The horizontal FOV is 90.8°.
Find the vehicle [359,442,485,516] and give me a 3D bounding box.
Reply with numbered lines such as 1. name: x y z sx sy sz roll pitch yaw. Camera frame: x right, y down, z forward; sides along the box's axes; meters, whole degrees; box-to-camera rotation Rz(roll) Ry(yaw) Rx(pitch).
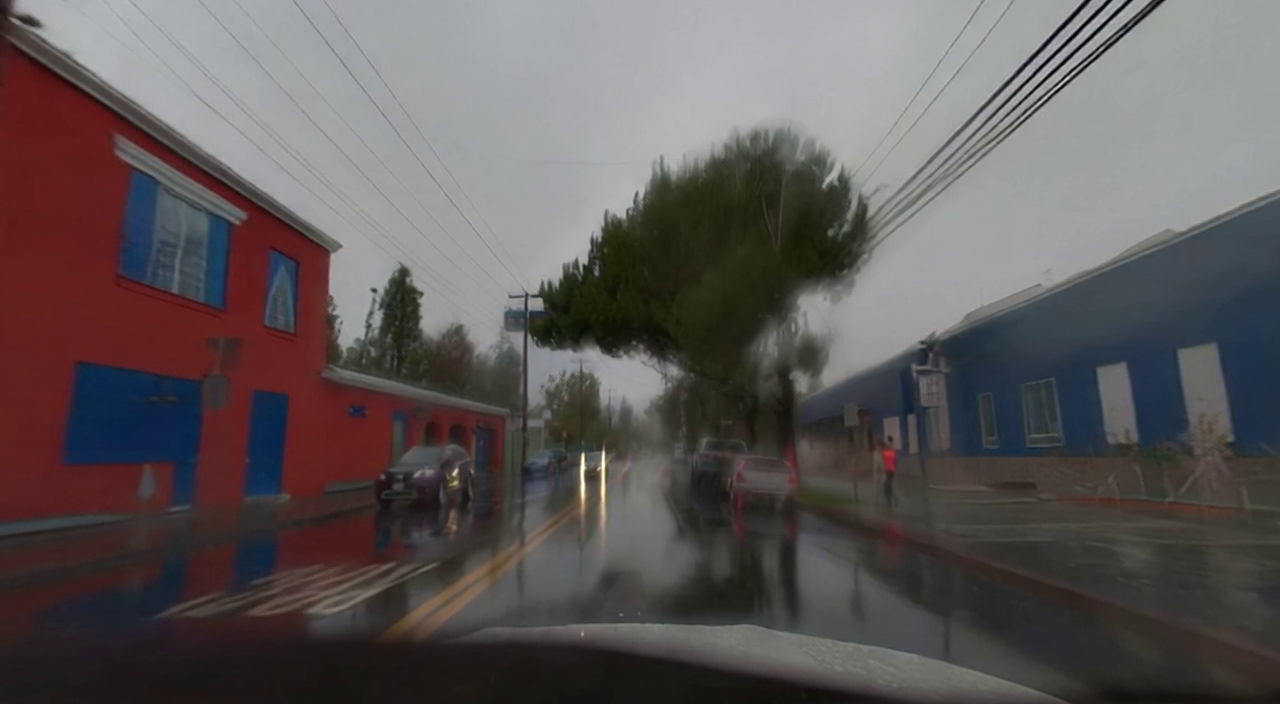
1. vehicle: -6.279 3.644 18.791 2.140 1.746 4.385 -4 -8 1

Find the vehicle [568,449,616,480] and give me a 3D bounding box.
1. vehicle: -2.490 5.977 33.869 2.036 1.515 4.437 0 -9 2

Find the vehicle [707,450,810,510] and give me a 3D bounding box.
1. vehicle: 3.169 3.517 17.889 1.966 1.471 4.552 0 -9 -1

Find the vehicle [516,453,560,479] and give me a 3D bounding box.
1. vehicle: -6.123 6.894 38.425 1.844 1.486 4.474 0 -9 2
